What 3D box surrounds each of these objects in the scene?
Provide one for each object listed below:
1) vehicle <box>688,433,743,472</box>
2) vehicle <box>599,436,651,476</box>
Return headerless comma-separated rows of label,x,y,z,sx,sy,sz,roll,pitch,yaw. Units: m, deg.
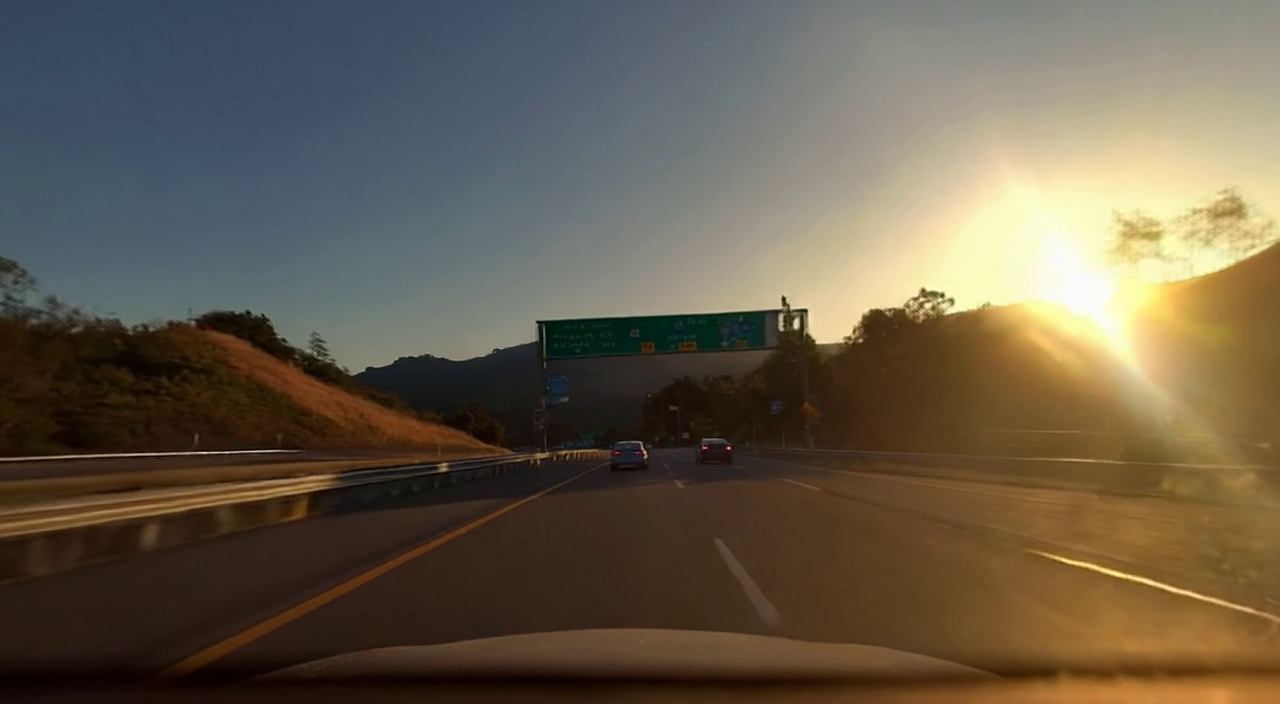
vehicle,3.468,4.716,29.727,2.063,1.698,4.355,0,-8,0
vehicle,-0.560,4.402,26.766,2.050,1.546,4.344,0,-8,1
